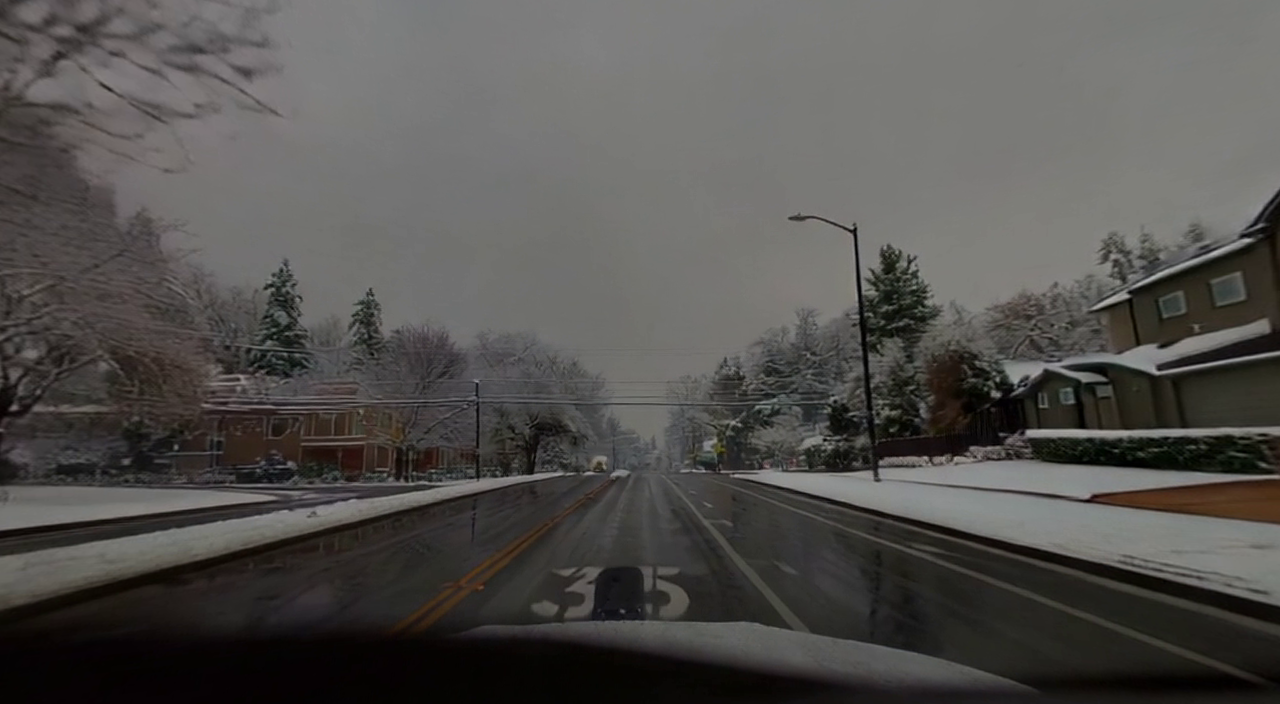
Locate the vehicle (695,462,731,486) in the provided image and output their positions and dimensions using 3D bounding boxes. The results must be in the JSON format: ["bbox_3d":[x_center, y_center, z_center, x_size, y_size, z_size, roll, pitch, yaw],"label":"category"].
[{"bbox_3d":[5.130,8.652,44.913,1.904,1.475,4.386,0,-9,-1],"label":"vehicle"}]
